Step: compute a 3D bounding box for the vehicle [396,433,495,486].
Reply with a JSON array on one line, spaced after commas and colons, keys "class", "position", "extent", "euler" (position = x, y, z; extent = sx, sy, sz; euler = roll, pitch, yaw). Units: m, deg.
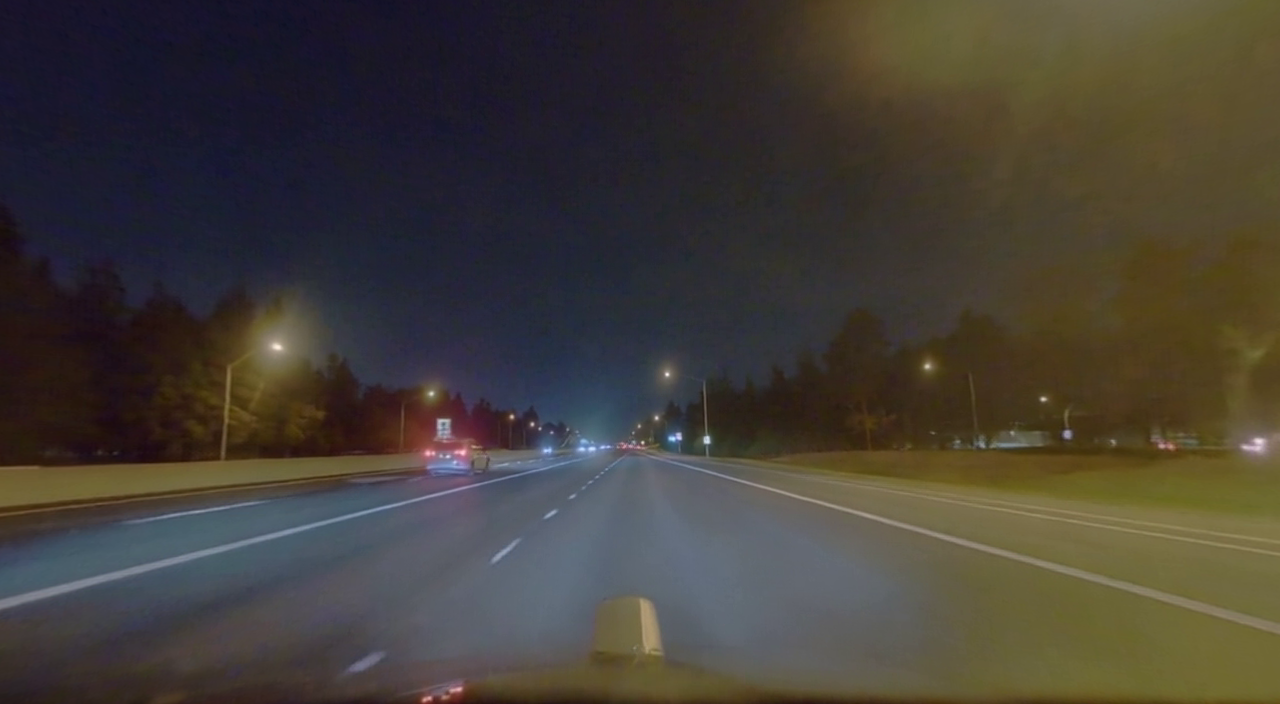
[{"class": "vehicle", "position": [-7.205, 4.029, 24.043], "extent": [2.231, 1.807, 4.758], "euler": [0, -8, 0]}]
